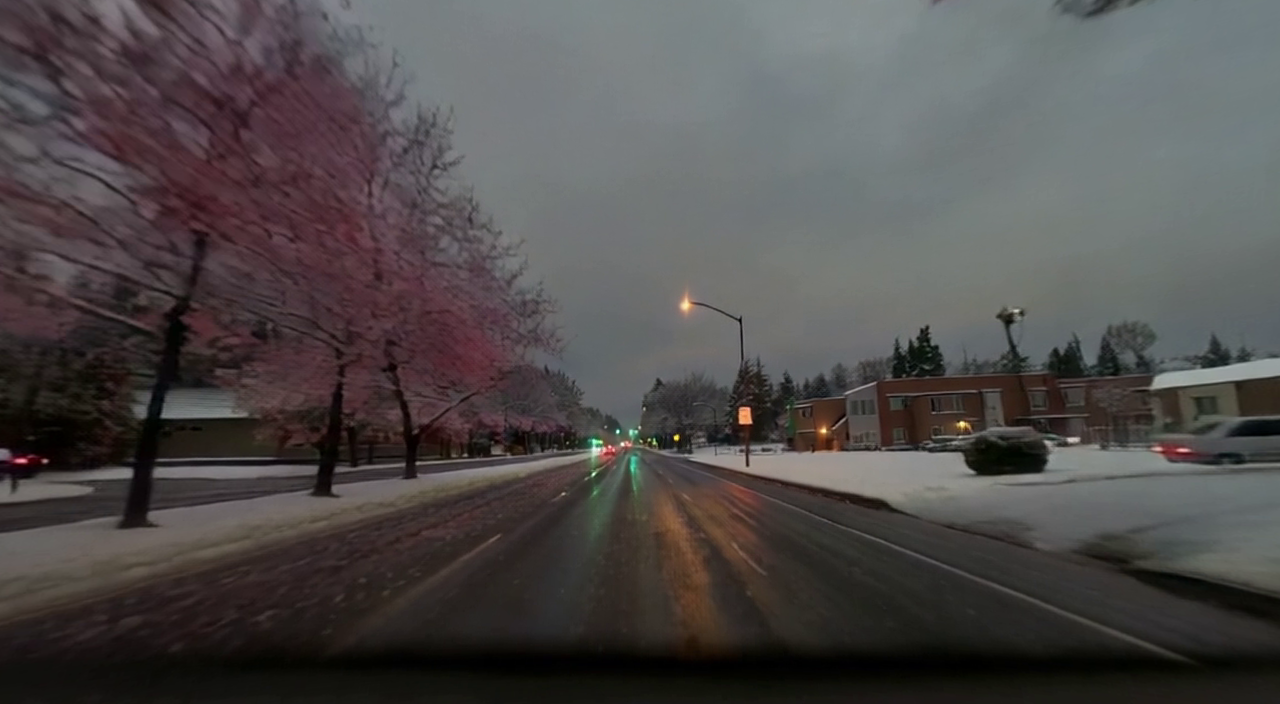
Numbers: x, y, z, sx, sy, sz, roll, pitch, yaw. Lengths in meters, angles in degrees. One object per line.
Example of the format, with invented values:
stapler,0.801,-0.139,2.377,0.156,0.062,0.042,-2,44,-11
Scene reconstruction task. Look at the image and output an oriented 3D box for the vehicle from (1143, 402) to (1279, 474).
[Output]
vehicle,15.195,2.032,14.902,4.877,1.592,1.913,0,-8,2
